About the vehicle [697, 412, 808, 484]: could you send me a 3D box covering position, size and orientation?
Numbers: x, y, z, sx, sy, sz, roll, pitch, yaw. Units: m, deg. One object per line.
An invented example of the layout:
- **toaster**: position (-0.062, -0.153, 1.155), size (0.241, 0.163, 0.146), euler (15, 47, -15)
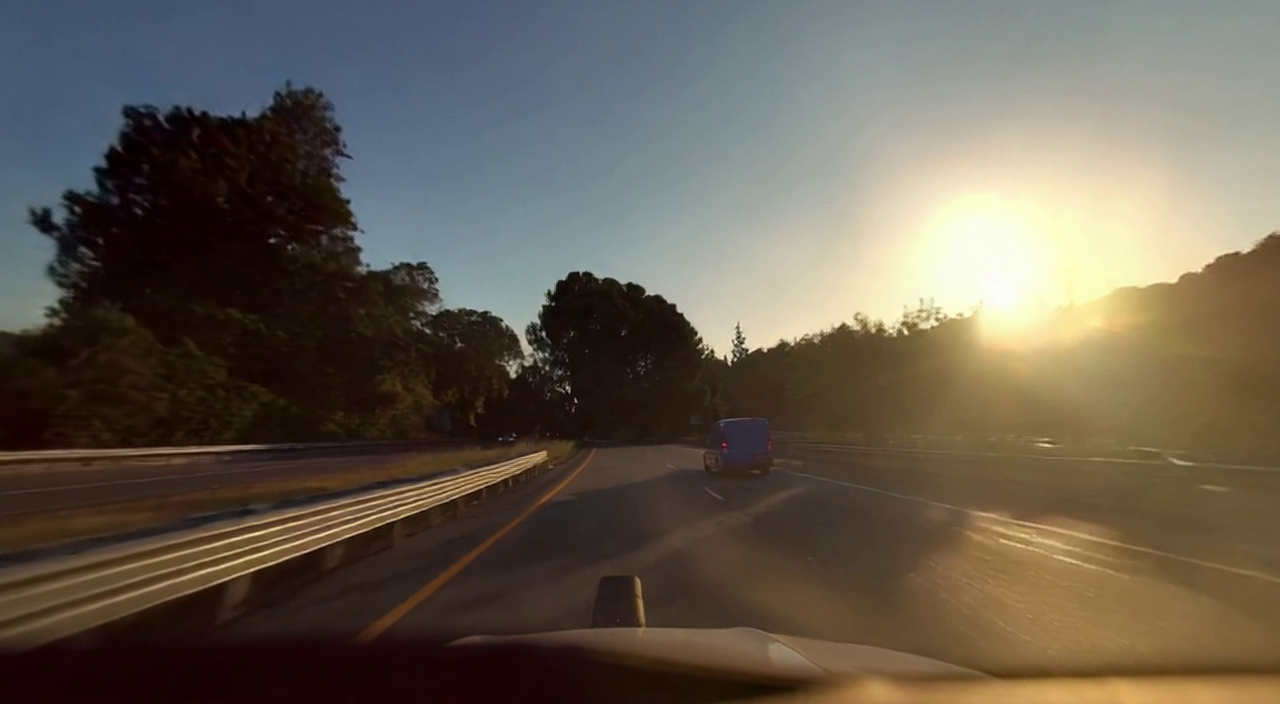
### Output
- **vehicle**: position (3.075, 2.754, 18.392), size (2.240, 1.801, 4.545), euler (0, -8, -2)
